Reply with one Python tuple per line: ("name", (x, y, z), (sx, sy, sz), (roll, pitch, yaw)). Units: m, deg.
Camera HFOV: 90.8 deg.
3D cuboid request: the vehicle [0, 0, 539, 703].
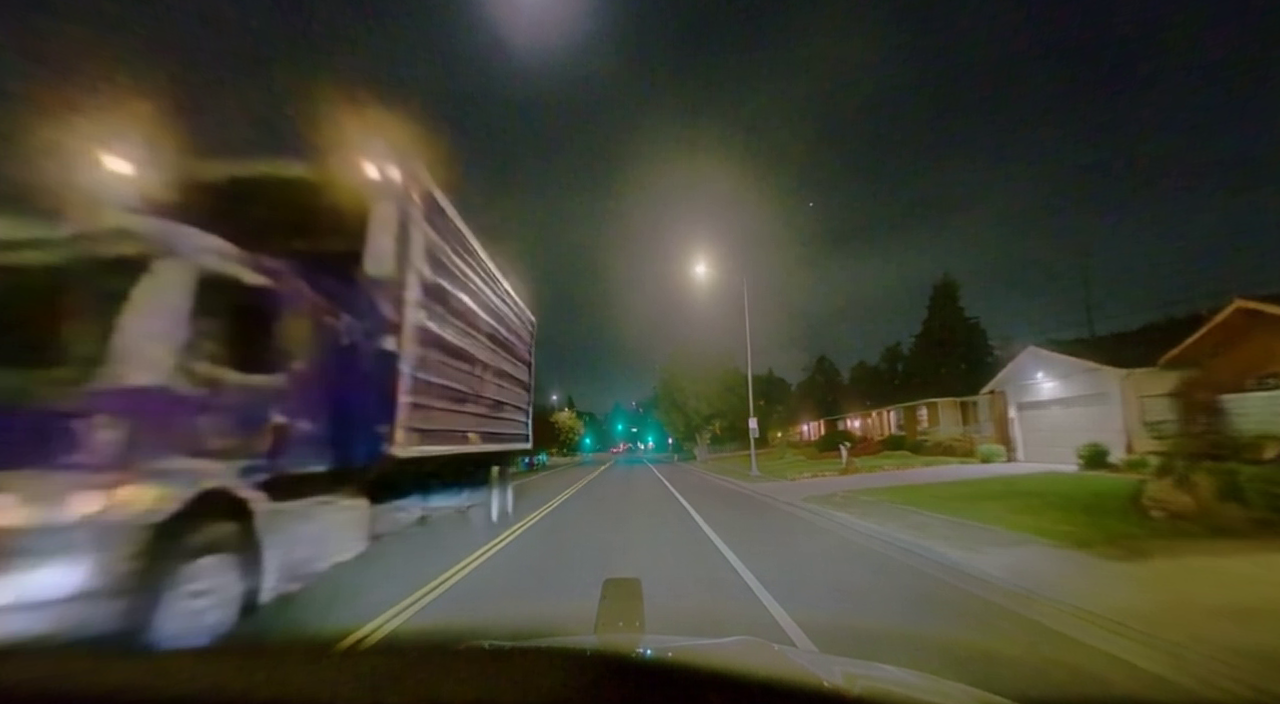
("vehicle", (-3.705, 0.613, 8.154), (3.133, 4.112, 10.695), (0, -8, -1))
